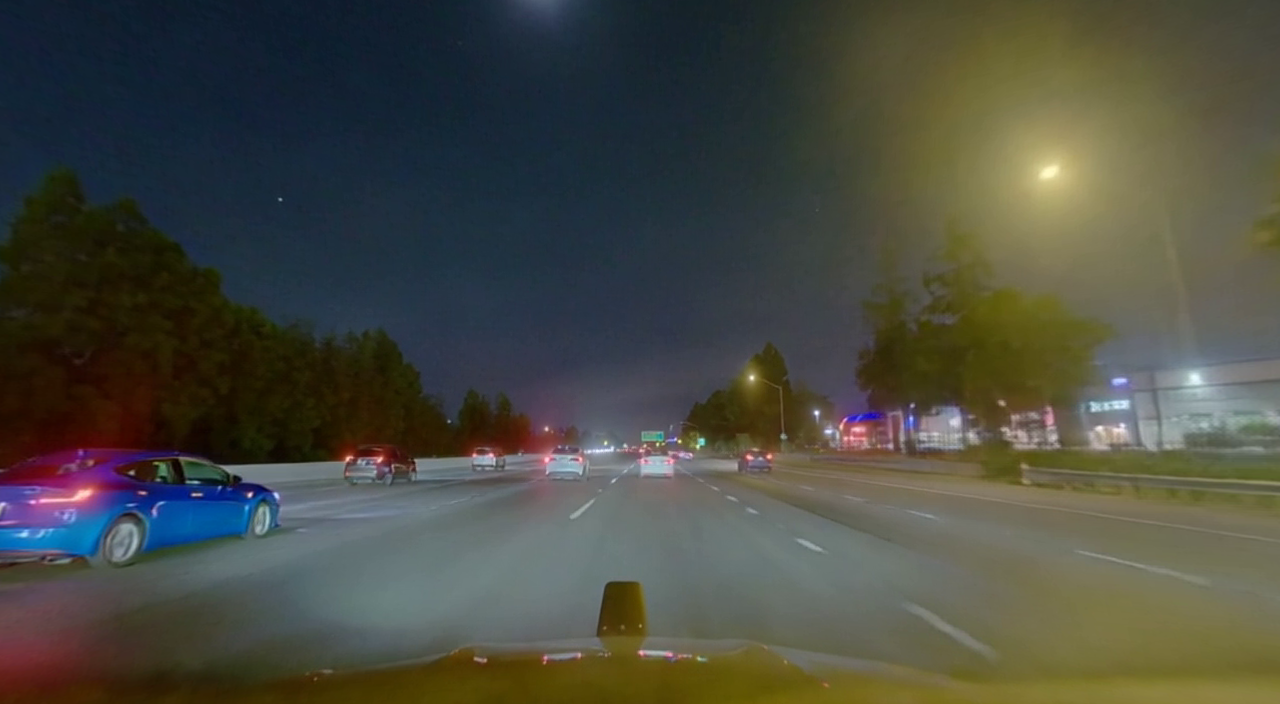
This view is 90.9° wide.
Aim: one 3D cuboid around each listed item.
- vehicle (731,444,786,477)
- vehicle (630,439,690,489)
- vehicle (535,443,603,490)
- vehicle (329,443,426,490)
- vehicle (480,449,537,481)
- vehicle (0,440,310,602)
[{"bbox_3d":[6.733,6.180,36.418,2.071,1.754,4.484,0,-8,-3],"label":"vehicle"},{"bbox_3d":[0.731,4.239,24.284,2.114,1.715,4.136,-1,-8,1],"label":"vehicle"},{"bbox_3d":[-2.652,4.381,24.606,2.102,1.624,4.257,-1,-8,1],"label":"vehicle"},{"bbox_3d":[-10.370,4.511,25.355,1.947,1.683,4.331,-1,-8,1],"label":"vehicle"},{"bbox_3d":[-6.446,5.560,31.344,1.886,1.455,4.148,-1,-8,1],"label":"vehicle"},{"bbox_3d":[-6.650,1.904,8.210,2.116,1.473,4.644,-1,-8,1],"label":"vehicle"}]
